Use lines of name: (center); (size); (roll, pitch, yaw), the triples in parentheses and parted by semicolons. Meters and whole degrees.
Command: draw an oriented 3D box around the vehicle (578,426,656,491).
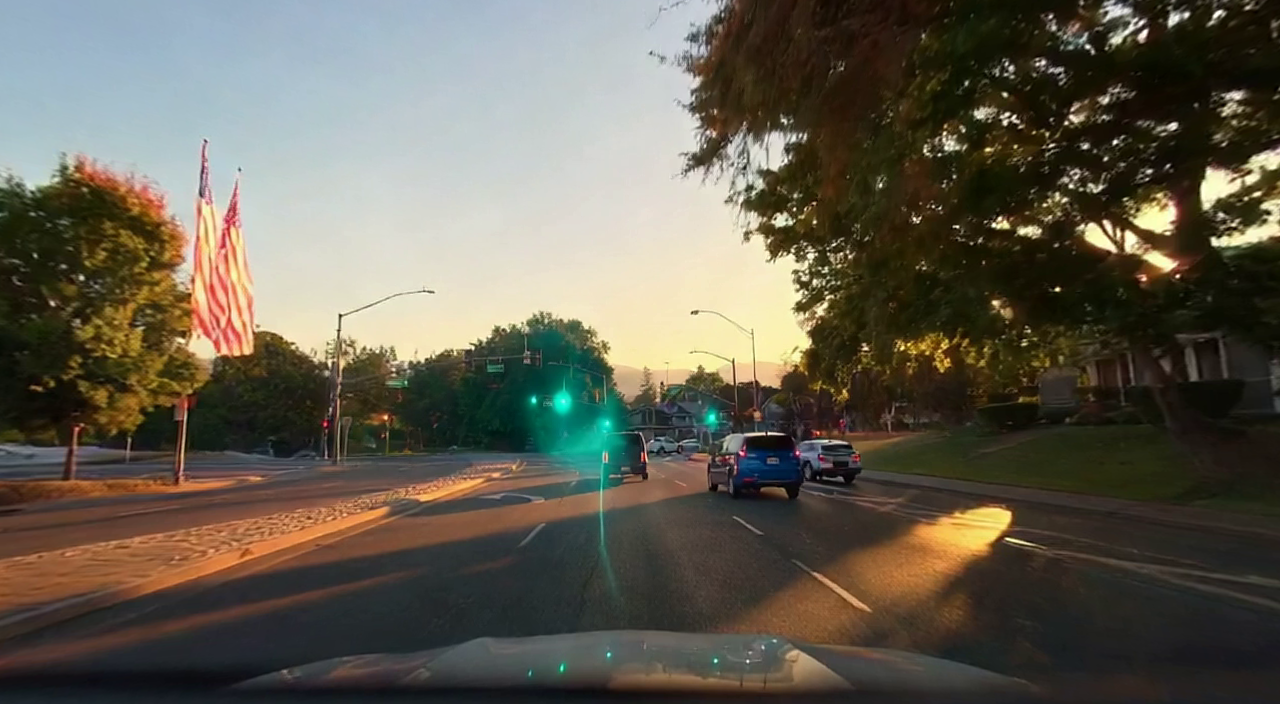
vehicle: (-0.865, 3.356, 20.230); (2.185, 1.822, 4.583); (1, -8, -6)

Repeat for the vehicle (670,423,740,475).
vehicle: (2.973, 4.577, 30.020); (2.578, 2.251, 4.782); (0, -8, -3)

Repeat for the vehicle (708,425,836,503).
vehicle: (3.135, 2.775, 16.053); (2.024, 1.686, 4.588); (0, -8, -3)
